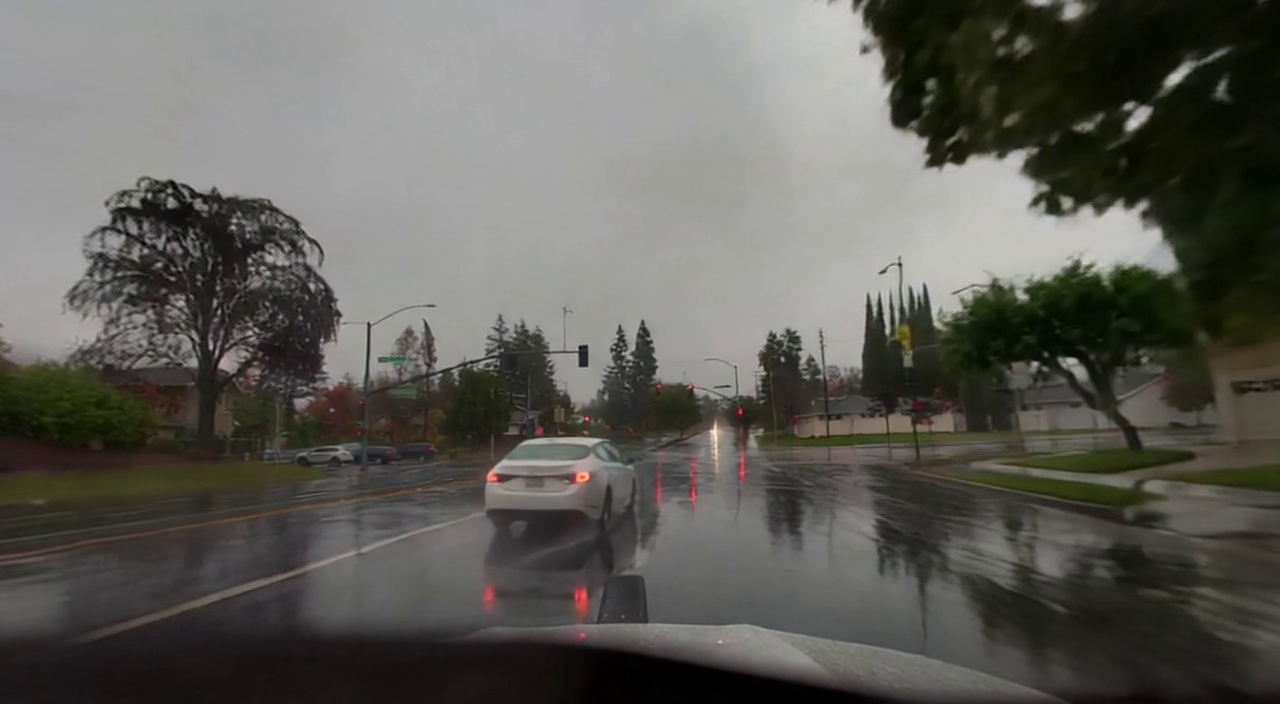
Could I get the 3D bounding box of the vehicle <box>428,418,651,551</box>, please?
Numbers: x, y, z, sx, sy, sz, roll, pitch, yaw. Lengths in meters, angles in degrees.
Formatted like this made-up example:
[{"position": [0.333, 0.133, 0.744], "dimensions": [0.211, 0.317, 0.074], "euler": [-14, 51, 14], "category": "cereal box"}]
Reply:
[{"position": [-1.196, 1.945, 10.069], "dimensions": [2.139, 1.564, 4.901], "euler": [-1, -8, 8], "category": "vehicle"}]
